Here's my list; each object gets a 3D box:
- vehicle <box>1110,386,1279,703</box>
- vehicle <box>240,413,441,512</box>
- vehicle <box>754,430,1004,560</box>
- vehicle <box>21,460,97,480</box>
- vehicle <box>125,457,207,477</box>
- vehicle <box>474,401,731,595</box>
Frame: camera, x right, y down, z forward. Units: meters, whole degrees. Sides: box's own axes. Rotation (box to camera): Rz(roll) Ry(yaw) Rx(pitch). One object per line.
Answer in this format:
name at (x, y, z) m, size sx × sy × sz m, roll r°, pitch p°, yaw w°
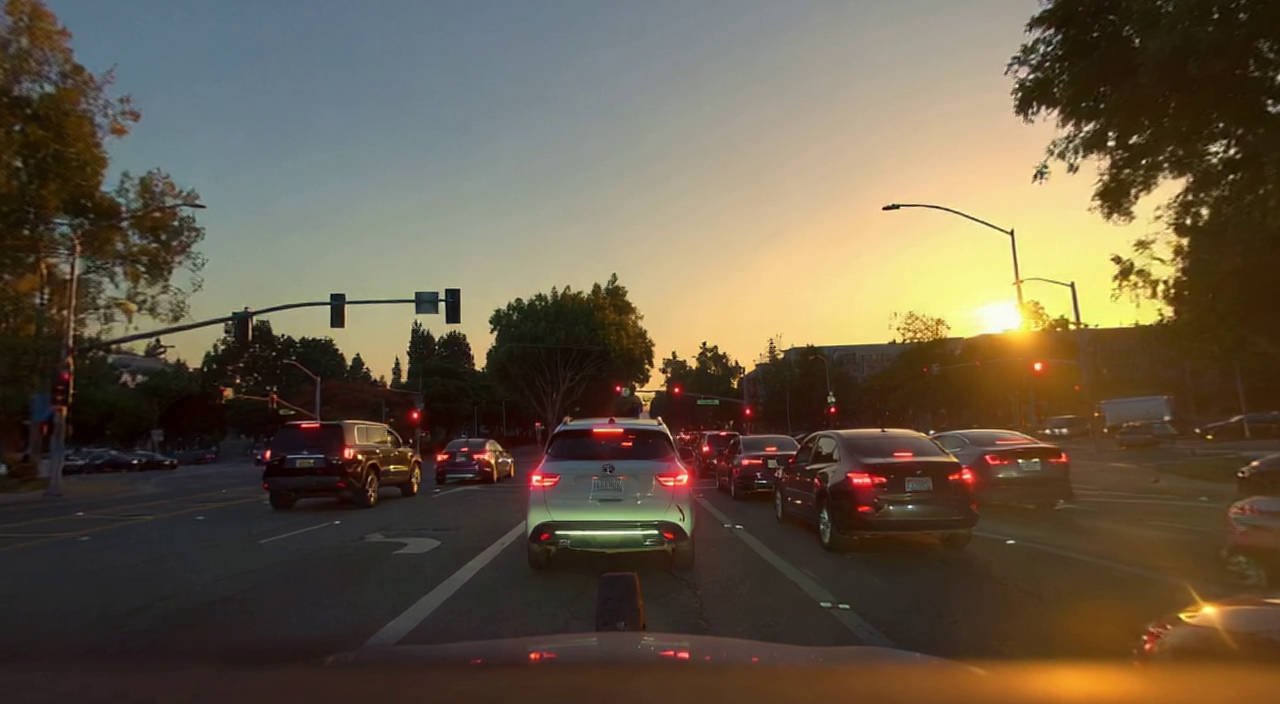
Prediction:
vehicle at (3.300, 0.674, 0.835) m, size 1.980 × 1.515 × 4.362 m, roll 0°, pitch -8°, yaw 1°
vehicle at (-6.735, 2.560, 14.996) m, size 2.214 × 1.953 × 5.017 m, roll 0°, pitch -8°, yaw 1°
vehicle at (3.150, 1.972, 9.485) m, size 1.971 × 1.473 × 4.495 m, roll 0°, pitch -8°, yaw 0°
vehicle at (-45.686, 9.277, 49.394) m, size 4.232 × 1.498 × 1.791 m, roll 0°, pitch -8°, yaw 1°
vehicle at (-37.325, 9.056, 49.469) m, size 4.914 × 1.487 × 1.850 m, roll 0°, pitch -8°, yaw 0°
vehicle at (-0.319, 1.590, 7.636) m, size 2.256 × 1.694 × 4.055 m, roll 0°, pitch -8°, yaw 0°
